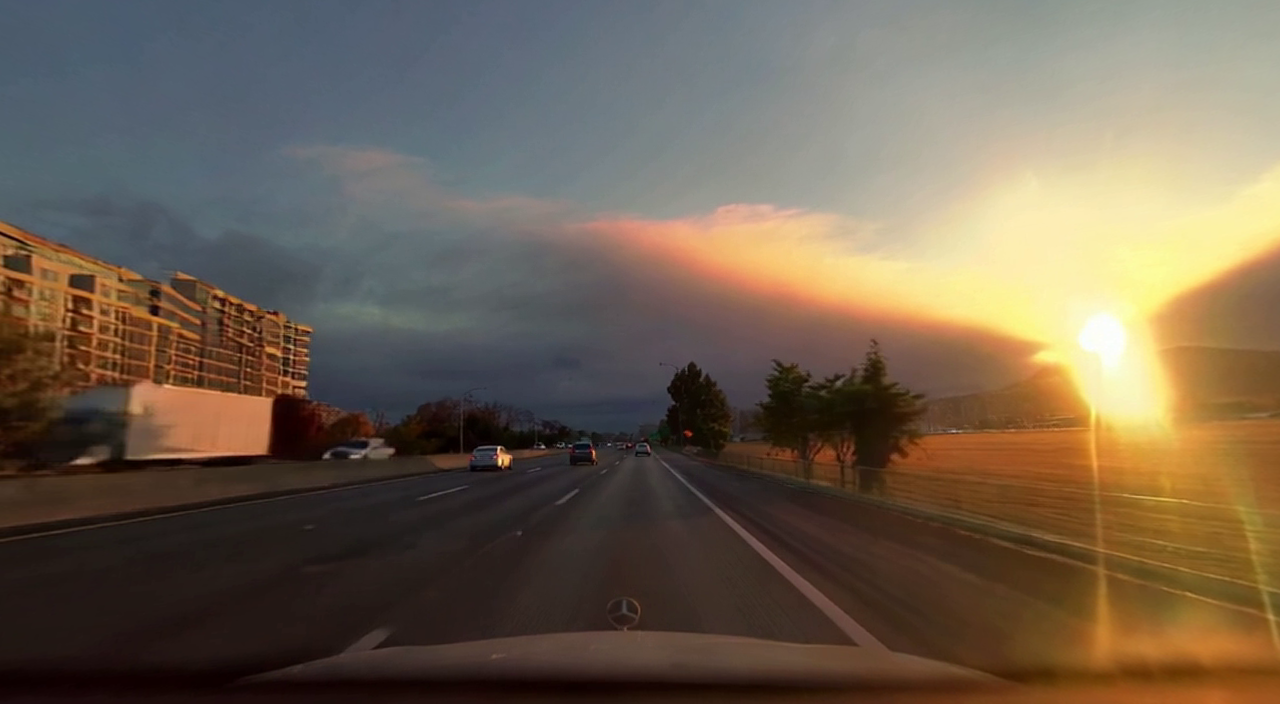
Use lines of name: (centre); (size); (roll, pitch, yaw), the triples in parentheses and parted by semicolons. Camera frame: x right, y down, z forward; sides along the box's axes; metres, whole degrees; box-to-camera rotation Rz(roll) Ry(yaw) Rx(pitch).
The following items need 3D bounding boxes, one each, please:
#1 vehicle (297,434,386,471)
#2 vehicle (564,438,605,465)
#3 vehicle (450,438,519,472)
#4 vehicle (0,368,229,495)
vehicle: (-14.978, 5.089, 31.973); (2.136, 1.700, 4.727); (0, -8, 1)
vehicle: (-3.539, 6.458, 41.023); (2.083, 1.588, 4.801); (0, -8, 1)
vehicle: (-7.389, 4.944, 30.440); (2.034, 1.523, 4.627); (0, -8, 1)
vehicle: (-18.981, 2.899, 22.450); (2.951, 3.679, 8.155); (0, -9, 0)
